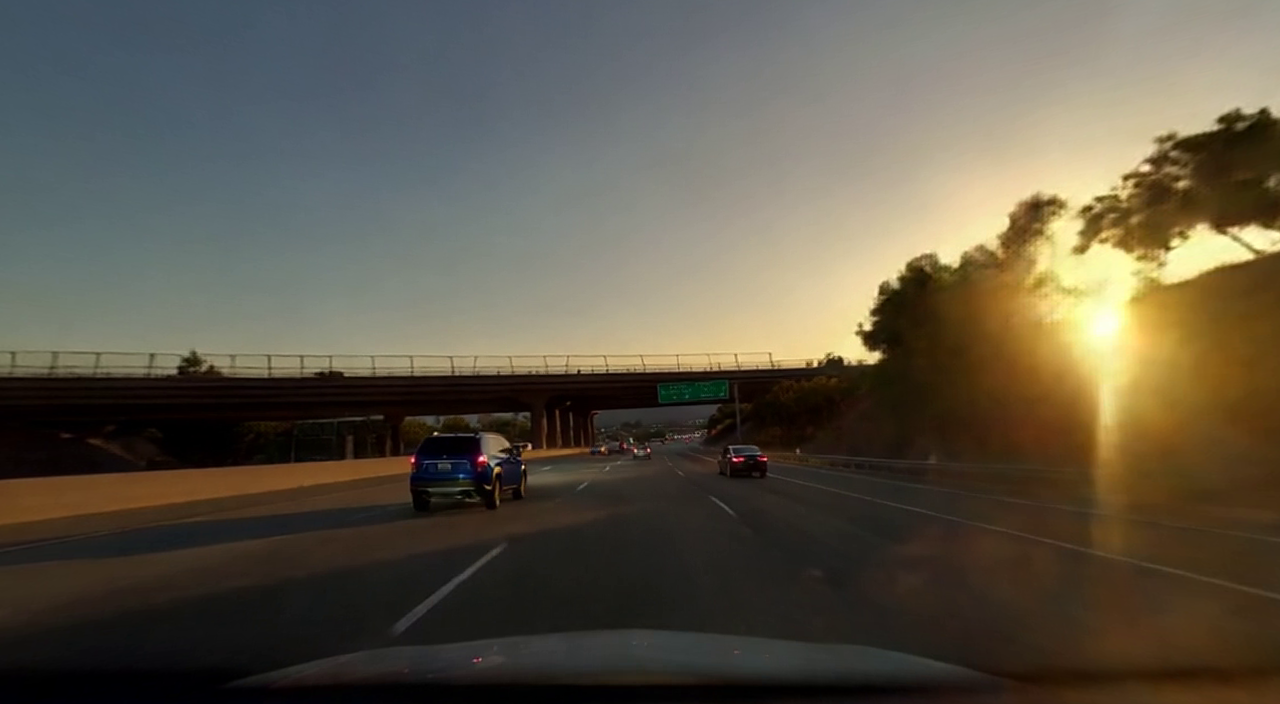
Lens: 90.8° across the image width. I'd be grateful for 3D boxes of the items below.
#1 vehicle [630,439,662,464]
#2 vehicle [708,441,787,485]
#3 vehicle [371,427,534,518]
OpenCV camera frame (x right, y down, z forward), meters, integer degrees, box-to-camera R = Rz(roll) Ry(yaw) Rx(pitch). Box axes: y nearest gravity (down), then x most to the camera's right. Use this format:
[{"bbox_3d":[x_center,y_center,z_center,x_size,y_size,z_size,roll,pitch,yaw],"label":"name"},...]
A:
[{"bbox_3d":[0.473,7.774,49.655,2.428,1.841,4.402,0,-8,1],"label":"vehicle"},{"bbox_3d":[3.821,4.041,23.307,2.083,1.453,4.307,0,-8,-1],"label":"vehicle"},{"bbox_3d":[-3.725,2.477,13.503,2.193,1.641,4.077,0,-8,0],"label":"vehicle"}]
